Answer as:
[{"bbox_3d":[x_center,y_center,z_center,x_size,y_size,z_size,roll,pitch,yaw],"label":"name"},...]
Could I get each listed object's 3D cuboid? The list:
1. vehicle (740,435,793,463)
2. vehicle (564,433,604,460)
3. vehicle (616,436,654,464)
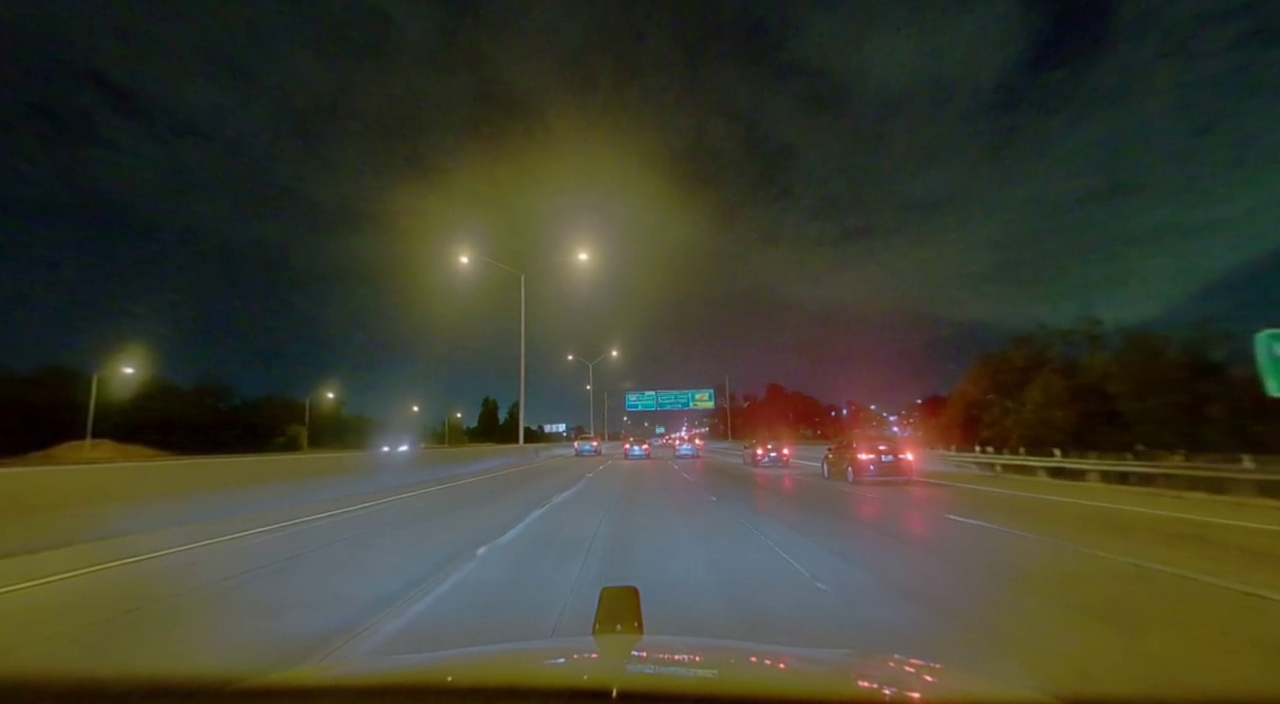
[{"bbox_3d":[7.027,5.467,35.552,1.935,1.478,4.433,0,-9,-2],"label":"vehicle"},{"bbox_3d":[-3.630,6.249,41.753,2.123,1.661,4.601,0,-9,1],"label":"vehicle"},{"bbox_3d":[-0.279,5.367,34.647,1.985,1.457,4.227,0,-9,-1],"label":"vehicle"}]
